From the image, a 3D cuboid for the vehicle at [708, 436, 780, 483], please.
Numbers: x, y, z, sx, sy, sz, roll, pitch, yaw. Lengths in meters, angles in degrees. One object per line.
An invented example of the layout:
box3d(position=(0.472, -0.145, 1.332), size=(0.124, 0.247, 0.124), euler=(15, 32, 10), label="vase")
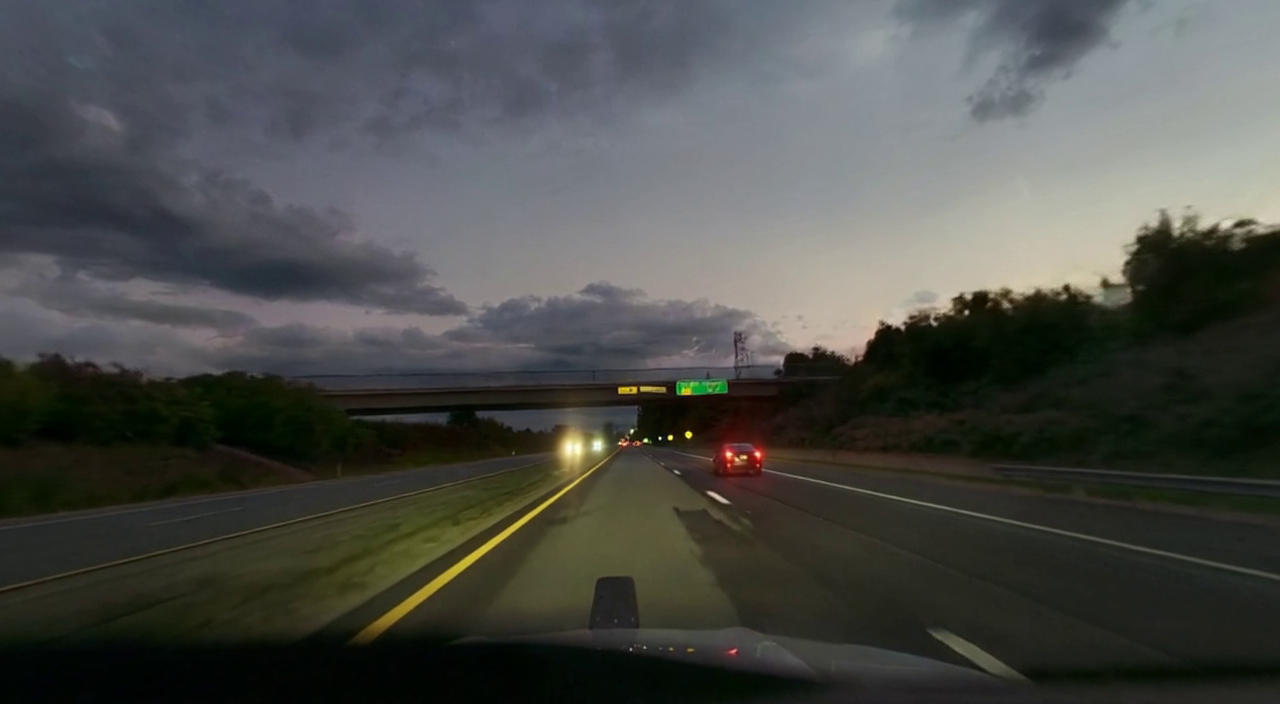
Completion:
box3d(position=(3.512, 3.694, 21.904), size=(1.781, 1.470, 3.540), euler=(0, -8, -1), label="vehicle")
